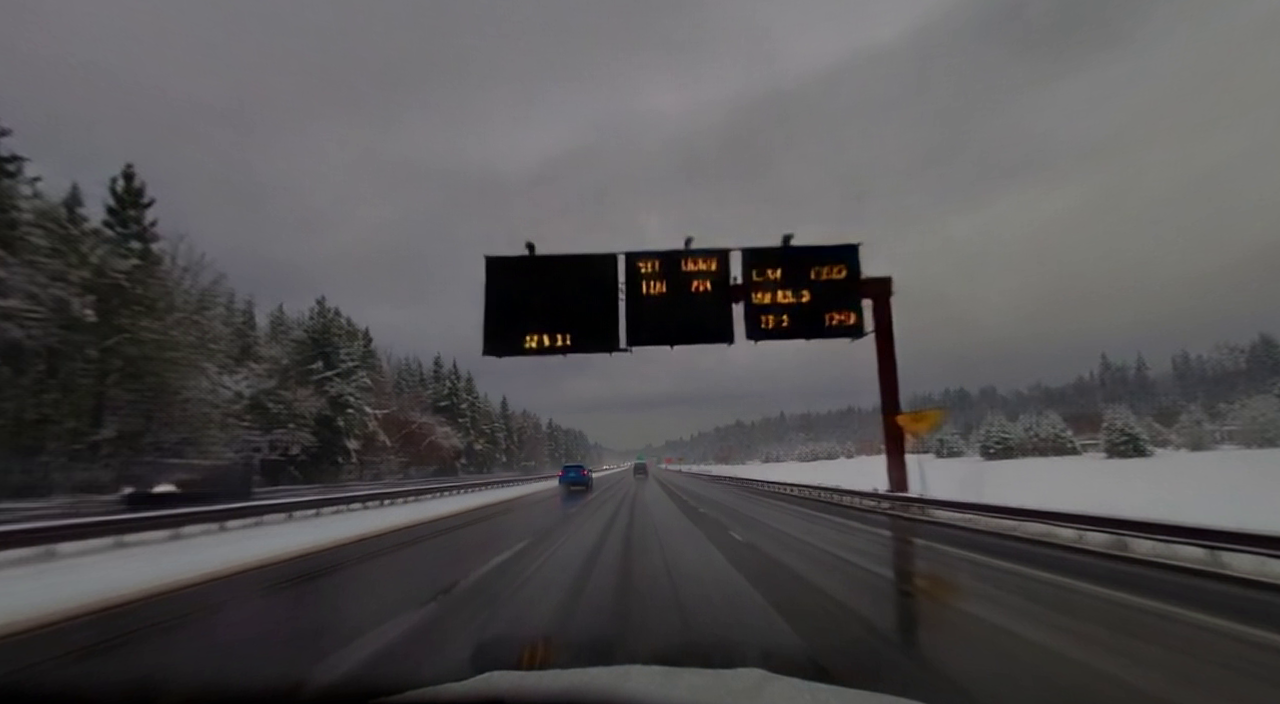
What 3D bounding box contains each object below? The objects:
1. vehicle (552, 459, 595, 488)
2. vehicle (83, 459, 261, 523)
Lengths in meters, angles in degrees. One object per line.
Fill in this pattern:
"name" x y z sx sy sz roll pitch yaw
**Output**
"vehicle" -3.931 7.282 37.857 2.081 1.586 4.245 0 -10 0
"vehicle" -13.935 4.150 19.177 2.021 1.674 4.329 1 -10 0
